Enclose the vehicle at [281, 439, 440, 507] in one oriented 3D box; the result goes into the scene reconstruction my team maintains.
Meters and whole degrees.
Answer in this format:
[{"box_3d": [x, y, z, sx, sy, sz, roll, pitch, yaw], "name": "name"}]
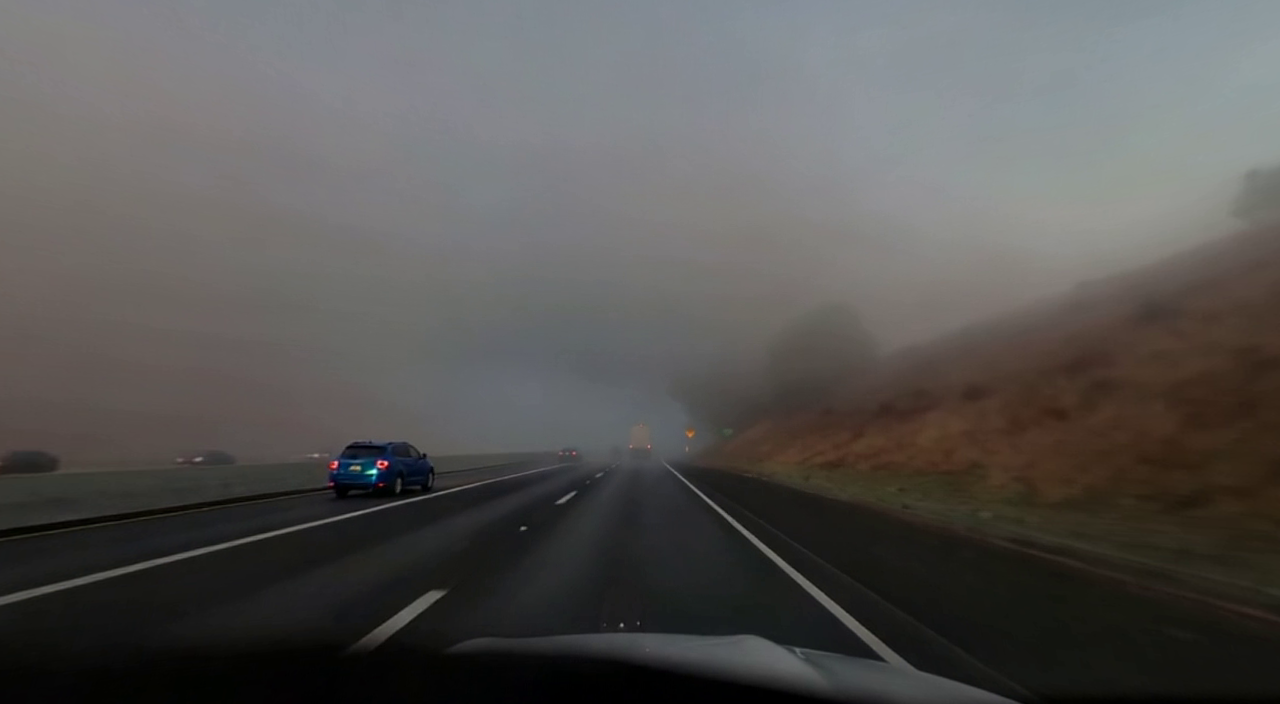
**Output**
[{"box_3d": [-7.140, 3.126, 16.777, 2.096, 1.541, 4.610, 0, -8, 0], "name": "vehicle"}]
